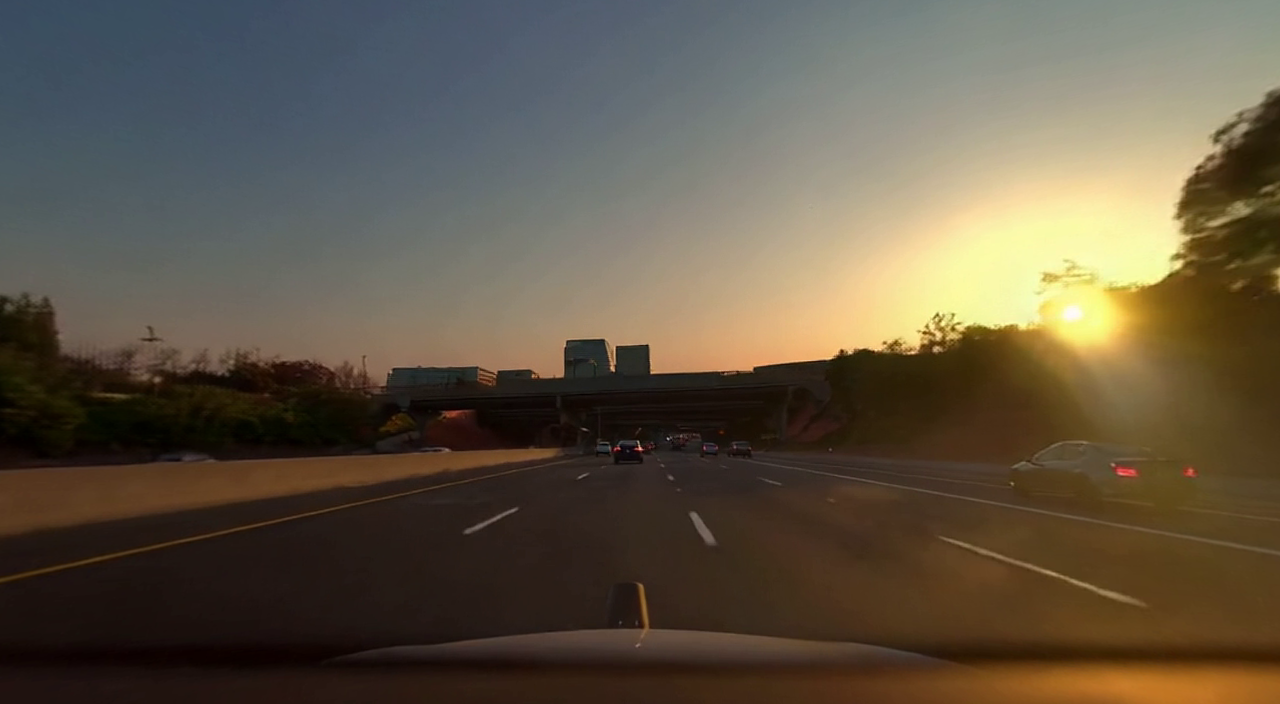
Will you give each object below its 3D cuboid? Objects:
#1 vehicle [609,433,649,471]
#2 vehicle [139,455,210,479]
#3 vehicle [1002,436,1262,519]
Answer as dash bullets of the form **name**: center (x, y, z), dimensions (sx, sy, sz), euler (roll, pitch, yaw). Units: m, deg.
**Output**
- **vehicle**: center (-0.494, 5.157, 32.702), dimensions (1.893, 1.827, 4.513), euler (0, -9, 1)
- **vehicle**: center (-31.920, 7.849, 43.413), dimensions (1.770, 1.494, 3.939), euler (0, -9, 1)
- **vehicle**: center (9.960, 2.546, 13.392), dimensions (1.900, 1.432, 4.519), euler (0, -9, 0)
